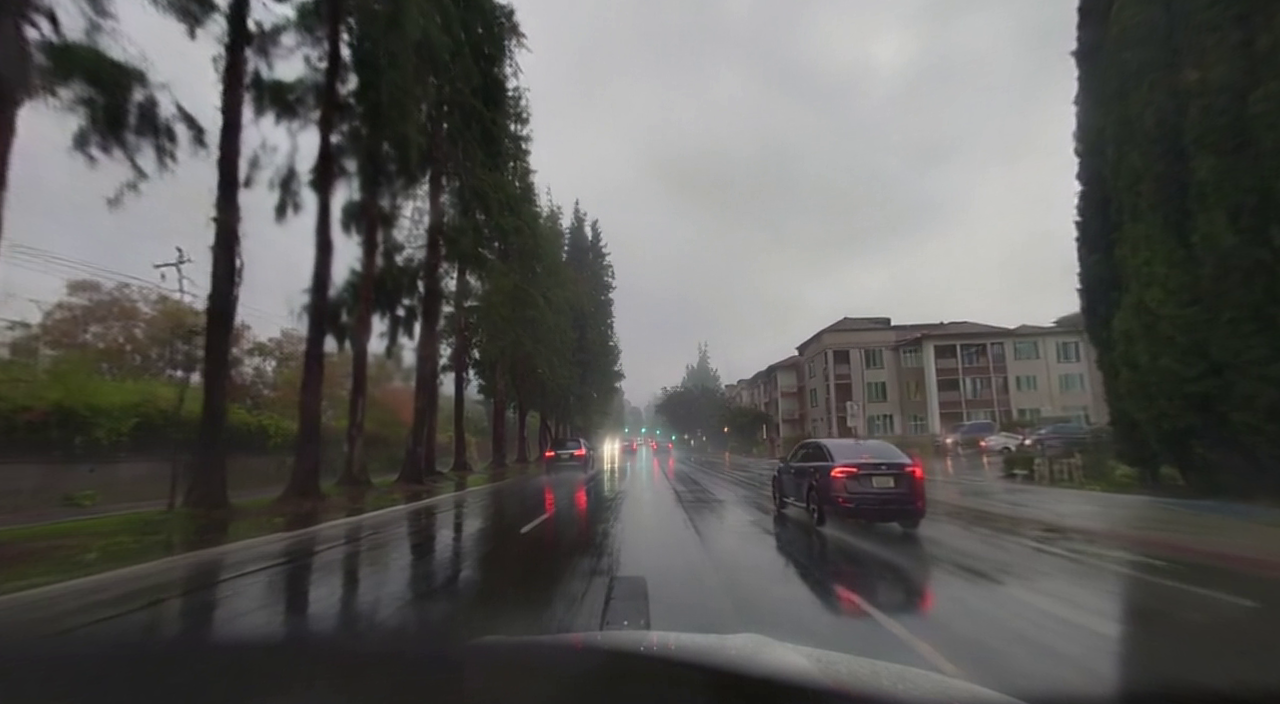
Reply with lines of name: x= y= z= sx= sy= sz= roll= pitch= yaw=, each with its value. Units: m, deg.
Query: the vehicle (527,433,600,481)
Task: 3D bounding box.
vehicle: x=-3.103 y=4.397 z=26.755 sx=2.216 sy=1.828 sz=4.886 roll=-1 pitch=-8 yaw=3

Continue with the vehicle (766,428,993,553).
vehicle: x=3.402 y=2.038 z=10.020 sx=1.945 sy=1.530 sz=4.320 roll=0 pitch=-8 yaw=1
